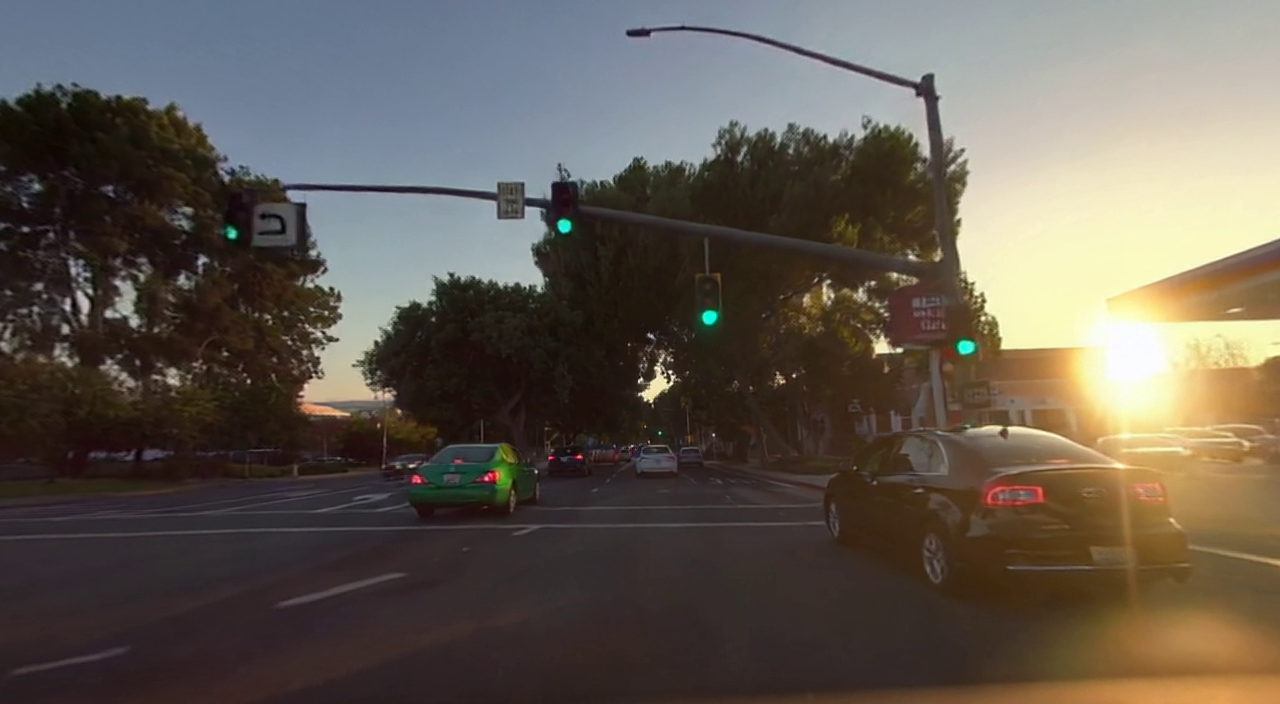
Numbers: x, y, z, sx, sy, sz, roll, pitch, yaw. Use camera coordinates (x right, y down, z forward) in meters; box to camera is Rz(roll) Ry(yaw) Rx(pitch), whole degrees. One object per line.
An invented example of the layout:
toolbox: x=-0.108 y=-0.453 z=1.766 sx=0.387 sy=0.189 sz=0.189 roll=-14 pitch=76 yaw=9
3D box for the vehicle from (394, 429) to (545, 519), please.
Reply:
vehicle: x=-3.628 y=2.701 z=14.523 sx=2.023 sy=1.687 sz=4.874 roll=0 pitch=-8 yaw=1

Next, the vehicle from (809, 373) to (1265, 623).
vehicle: x=3.501 y=1.389 z=6.920 sx=1.992 sy=1.805 sz=4.549 roll=0 pitch=-8 yaw=0

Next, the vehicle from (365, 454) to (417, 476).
vehicle: x=-17.985 y=8.153 z=45.757 sx=1.858 sy=1.460 sz=4.447 roll=-1 pitch=-8 yaw=1

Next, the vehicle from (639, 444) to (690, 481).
vehicle: x=0.950 y=4.674 z=26.890 sx=1.994 sy=1.433 sz=3.894 roll=0 pitch=-8 yaw=-1

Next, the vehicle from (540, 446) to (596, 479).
vehicle: x=-3.316 y=5.183 z=29.955 sx=1.995 sy=1.436 sz=4.500 roll=0 pitch=-8 yaw=1

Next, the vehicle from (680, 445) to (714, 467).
vehicle: x=3.956 y=7.299 z=44.548 sx=1.920 sy=1.479 sz=4.548 roll=0 pitch=-8 yaw=0
